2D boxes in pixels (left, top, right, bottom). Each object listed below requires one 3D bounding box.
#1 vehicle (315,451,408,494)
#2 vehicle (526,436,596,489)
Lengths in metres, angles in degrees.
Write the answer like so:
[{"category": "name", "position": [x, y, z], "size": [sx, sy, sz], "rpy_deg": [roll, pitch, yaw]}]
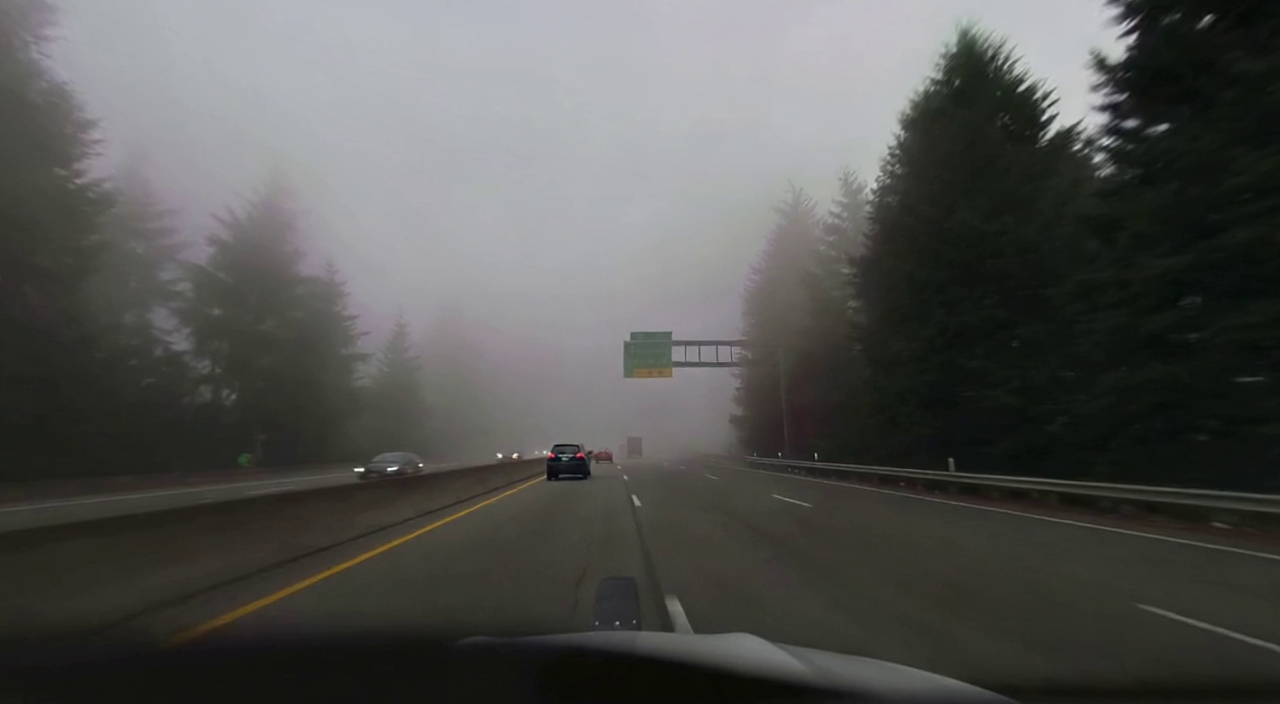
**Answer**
[{"category": "vehicle", "position": [-11.188, 4.842, 25.561], "size": [1.909, 1.502, 4.422], "rpy_deg": [0, -9, -2]}, {"category": "vehicle", "position": [-2.748, 3.972, 22.830], "size": [2.151, 1.693, 4.201], "rpy_deg": [0, -9, -2]}]
